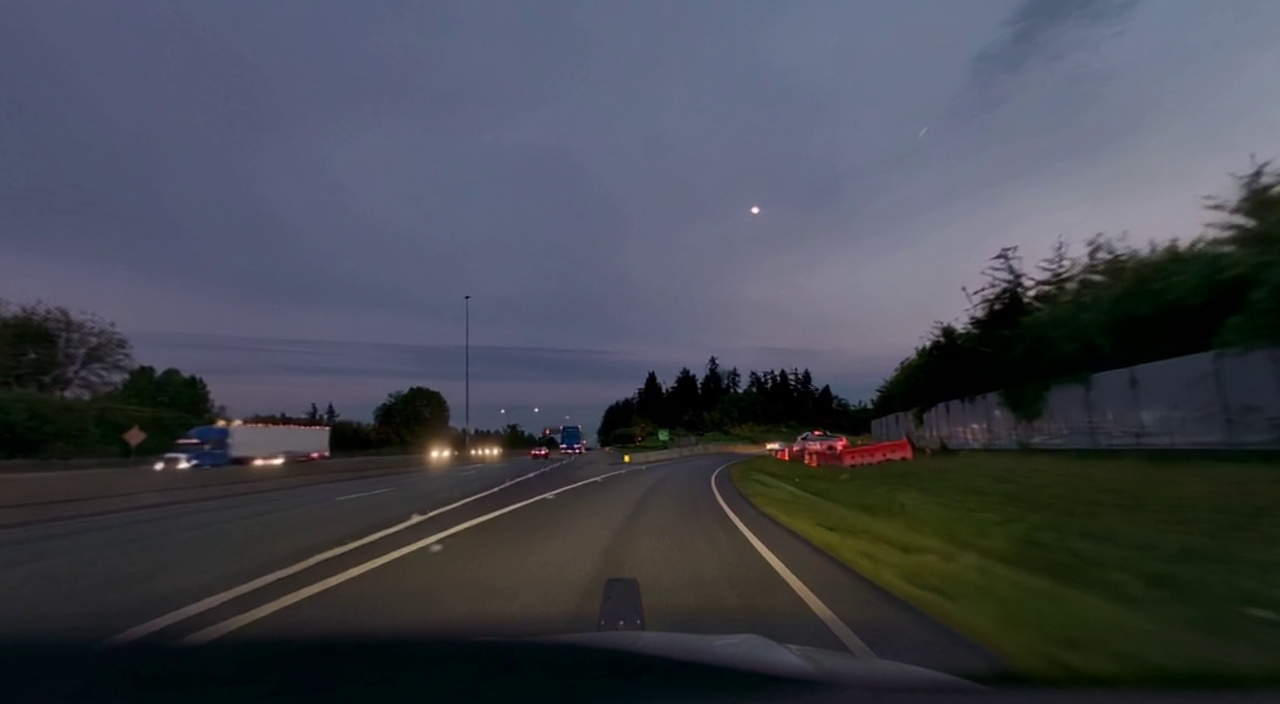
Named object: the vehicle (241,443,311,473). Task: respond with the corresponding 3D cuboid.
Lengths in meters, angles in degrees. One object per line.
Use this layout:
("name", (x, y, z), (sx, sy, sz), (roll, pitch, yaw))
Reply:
("vehicle", (-28.089, 8.211, 48.936), (2.224, 2.164, 5.797), (0, -9, -3))

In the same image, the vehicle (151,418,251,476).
("vehicle", (-31.539, 6.899, 45.624), (2.949, 3.867, 5.938), (0, -9, -3))
